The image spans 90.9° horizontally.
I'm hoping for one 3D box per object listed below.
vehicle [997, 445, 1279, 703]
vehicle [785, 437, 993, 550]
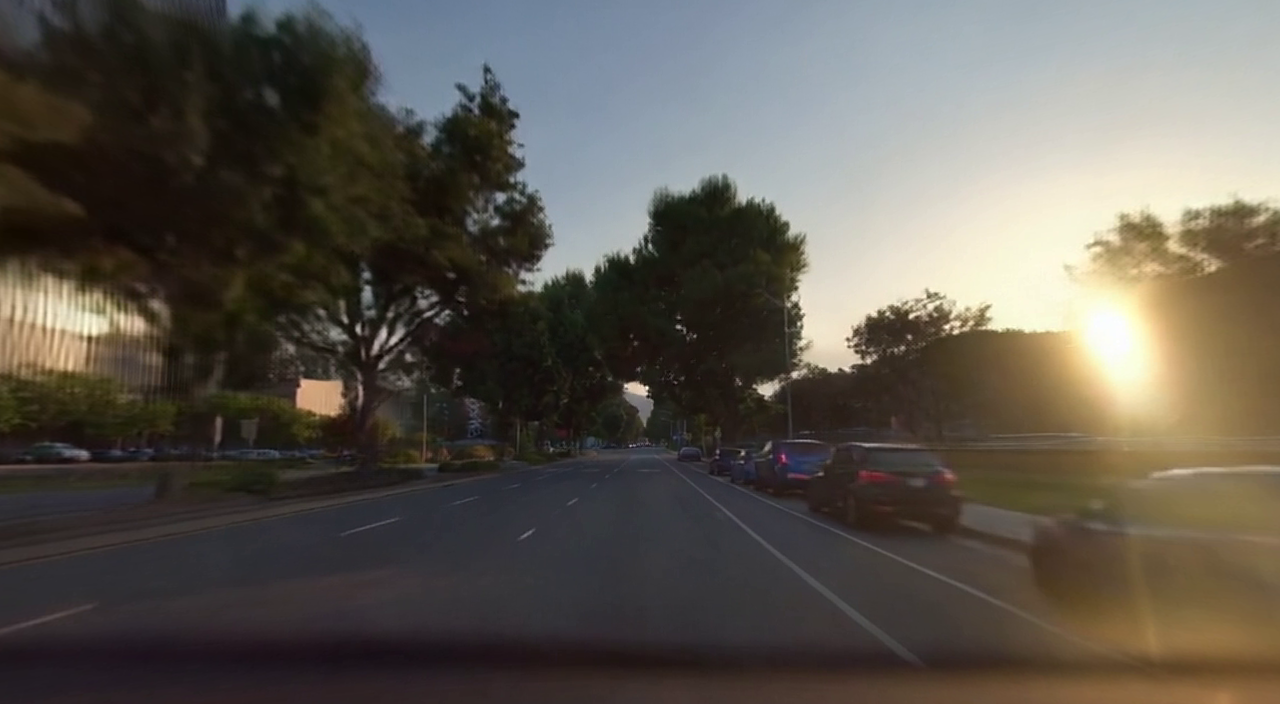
[{"bbox_3d":[4.255,1.268,3.690,1.872,1.420,4.201,0,-8,0],"label":"vehicle"},{"bbox_3d":[4.065,2.345,11.297,1.974,1.534,4.610,1,-8,2],"label":"vehicle"}]
